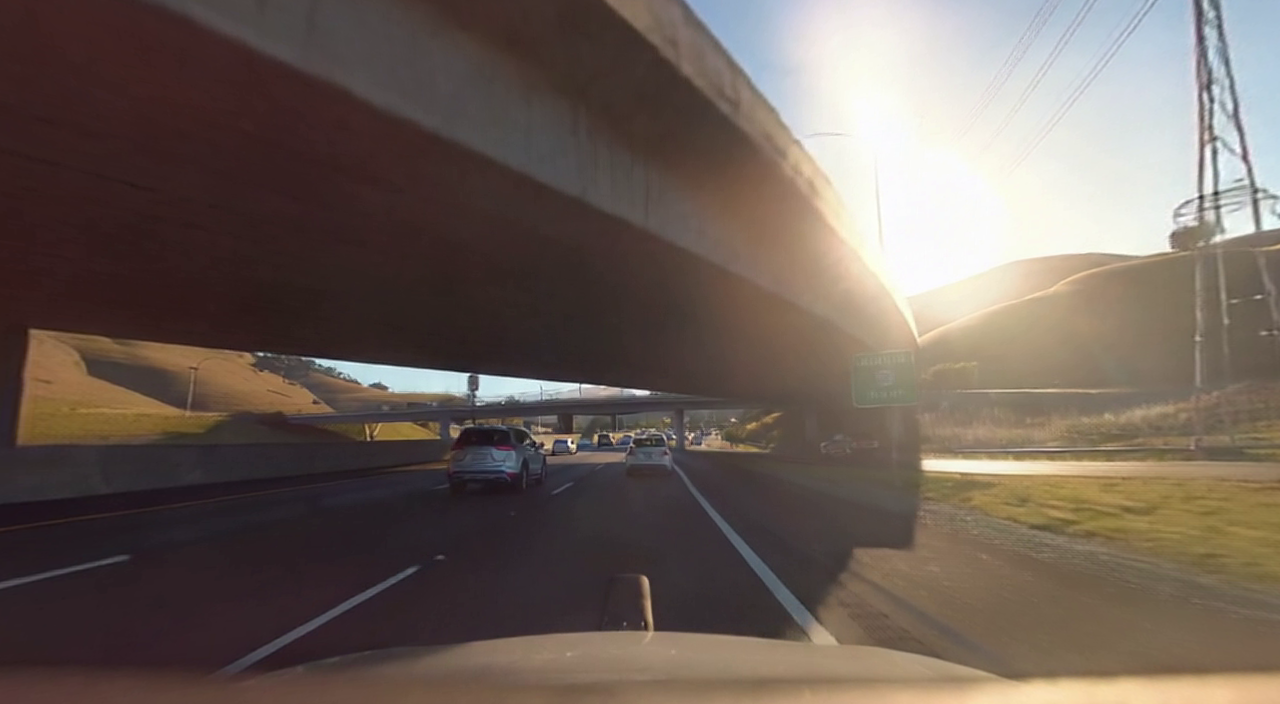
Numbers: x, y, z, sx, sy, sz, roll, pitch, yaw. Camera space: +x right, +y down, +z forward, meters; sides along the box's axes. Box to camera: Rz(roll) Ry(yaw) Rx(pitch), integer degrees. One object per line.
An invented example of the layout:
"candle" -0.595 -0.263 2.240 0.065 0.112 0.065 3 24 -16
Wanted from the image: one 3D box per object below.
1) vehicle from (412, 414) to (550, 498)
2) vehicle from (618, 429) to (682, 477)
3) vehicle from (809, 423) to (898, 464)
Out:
"vehicle" -3.884 2.680 16.498 2.228 1.845 4.847 -1 -8 2
"vehicle" 0.401 3.776 23.729 2.193 1.651 3.946 -1 -8 2
"vehicle" 14.608 6.380 43.729 2.571 2.571 6.876 2 -9 -12
